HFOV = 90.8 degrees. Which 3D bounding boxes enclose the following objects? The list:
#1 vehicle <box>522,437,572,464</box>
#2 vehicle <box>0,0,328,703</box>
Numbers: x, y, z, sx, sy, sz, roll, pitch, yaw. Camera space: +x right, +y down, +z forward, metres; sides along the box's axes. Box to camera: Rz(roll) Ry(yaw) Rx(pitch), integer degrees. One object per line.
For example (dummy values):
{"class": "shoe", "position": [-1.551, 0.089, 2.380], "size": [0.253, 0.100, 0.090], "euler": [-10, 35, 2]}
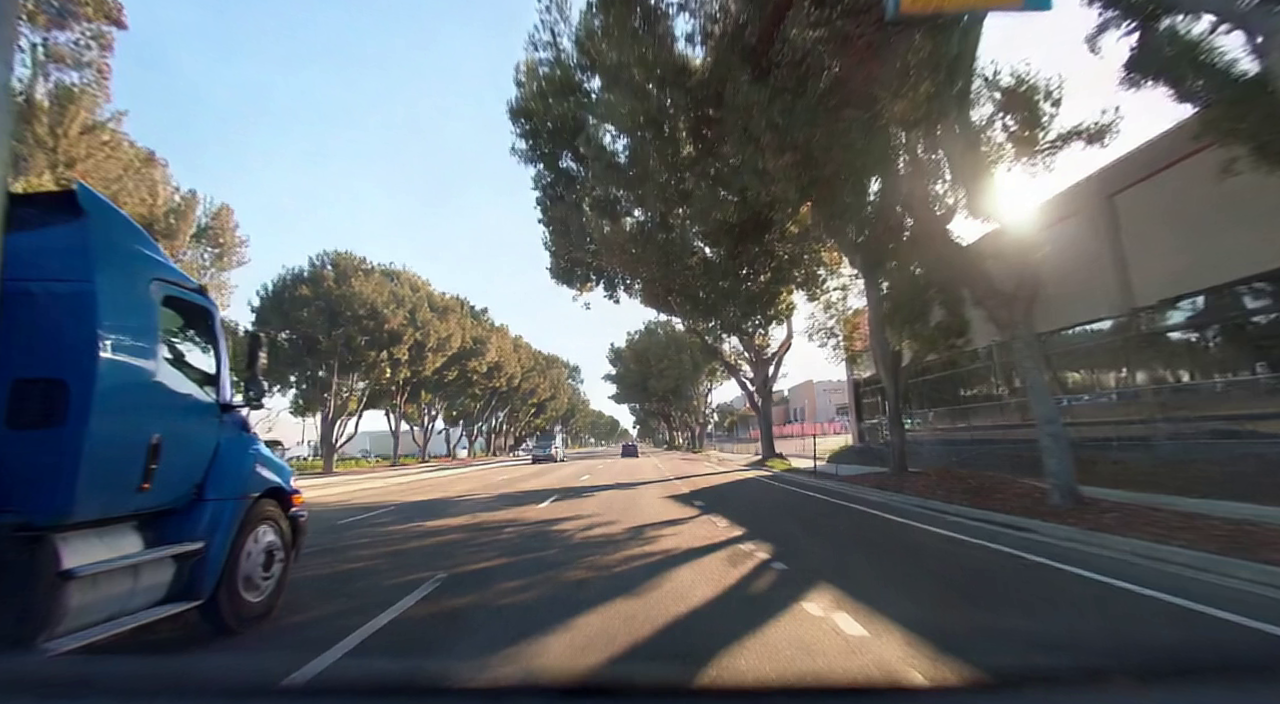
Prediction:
{"class": "vehicle", "position": [-6.878, 7.408, 47.683], "size": [2.743, 1.832, 7.257], "euler": [0, -8, 0]}
{"class": "vehicle", "position": [-3.606, -0.202, 0.118], "size": [2.910, 3.419, 8.376], "euler": [0, -8, -1]}
